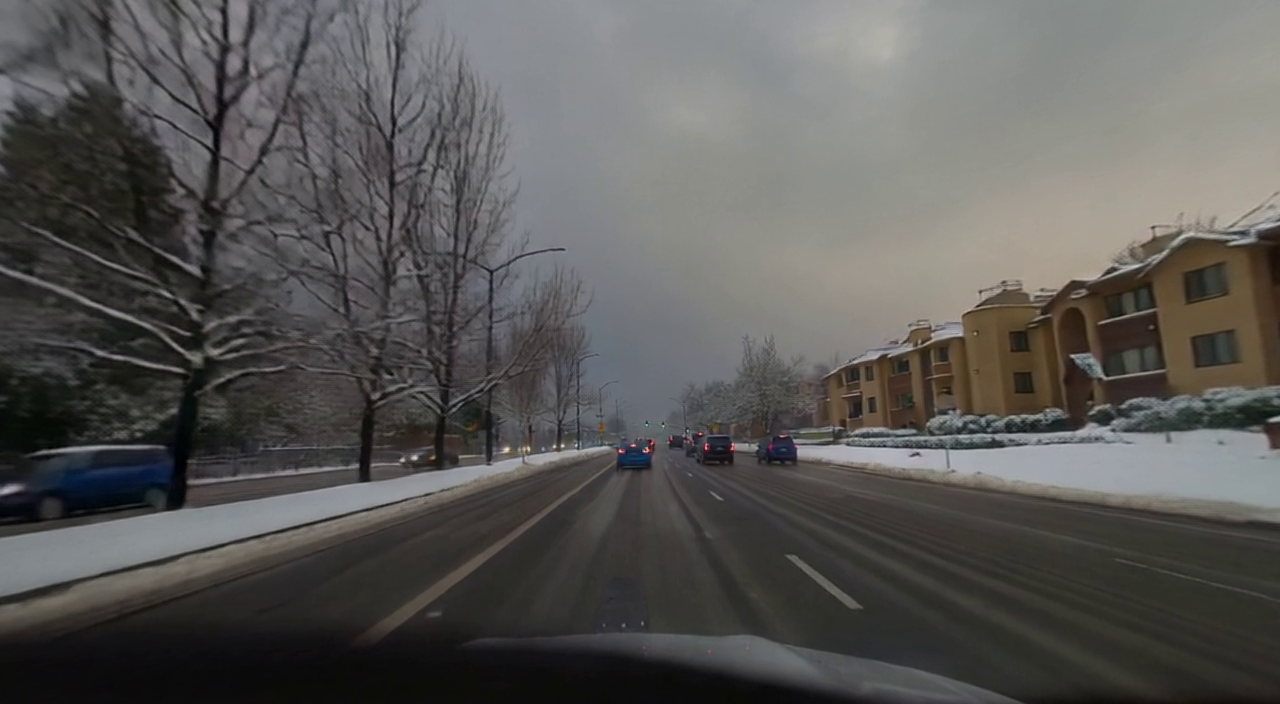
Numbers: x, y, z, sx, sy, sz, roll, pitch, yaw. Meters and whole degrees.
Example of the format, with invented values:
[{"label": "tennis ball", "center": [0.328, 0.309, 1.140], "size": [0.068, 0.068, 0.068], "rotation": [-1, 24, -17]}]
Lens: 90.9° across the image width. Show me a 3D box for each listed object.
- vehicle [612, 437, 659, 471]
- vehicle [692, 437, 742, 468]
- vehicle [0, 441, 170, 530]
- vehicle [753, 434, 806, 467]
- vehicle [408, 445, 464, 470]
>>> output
[{"label": "vehicle", "center": [-0.162, 4.837, 30.147], "size": [2.102, 1.481, 3.907], "rotation": [0, -8, 1]}, {"label": "vehicle", "center": [3.977, 5.254, 33.198], "size": [2.067, 1.514, 4.188], "rotation": [0, -8, 0]}, {"label": "vehicle", "center": [-13.969, 3.029, 14.931], "size": [2.019, 1.778, 4.593], "rotation": [0, -8, 1]}, {"label": "vehicle", "center": [7.681, 5.457, 35.100], "size": [1.972, 1.700, 4.269], "rotation": [0, -8, 0]}, {"label": "vehicle", "center": [-13.340, 6.901, 41.455], "size": [1.990, 1.481, 4.677], "rotation": [-1, -8, 2]}]
